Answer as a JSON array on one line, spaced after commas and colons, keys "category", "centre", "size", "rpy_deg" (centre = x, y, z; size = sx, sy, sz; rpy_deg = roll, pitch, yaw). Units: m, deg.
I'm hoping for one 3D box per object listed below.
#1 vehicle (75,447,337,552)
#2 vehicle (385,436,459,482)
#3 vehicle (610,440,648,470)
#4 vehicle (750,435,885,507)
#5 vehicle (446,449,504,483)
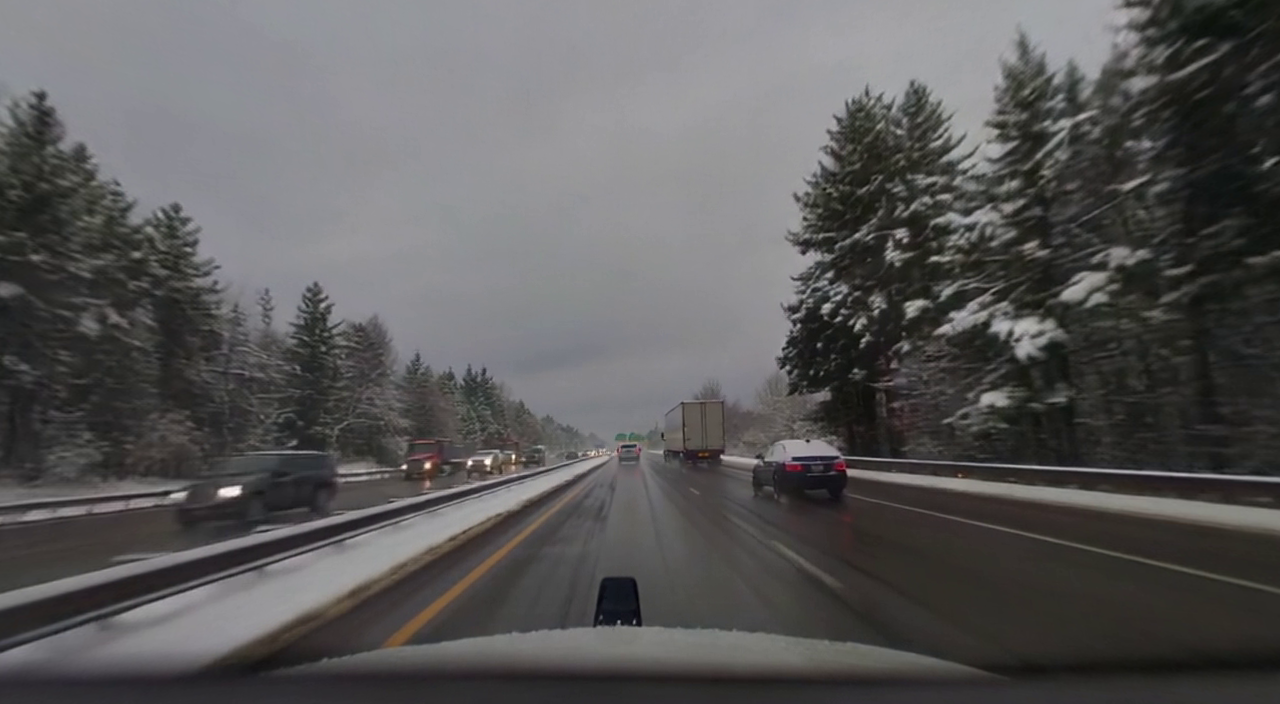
[{"category": "vehicle", "centre": [-7.968, 2.696, 12.182], "size": [2.023, 1.636, 4.274], "rpy_deg": [0, -9, 0]}, {"category": "vehicle", "centre": [-14.035, 6.962, 40.971], "size": [2.380, 2.710, 6.976], "rpy_deg": [0, -9, -1]}, {"category": "vehicle", "centre": [-0.678, 6.350, 38.630], "size": [2.168, 1.705, 4.272], "rpy_deg": [0, -9, -1]}, {"category": "vehicle", "centre": [4.195, 2.895, 15.624], "size": [1.997, 1.504, 4.236], "rpy_deg": [0, -9, -1]}, {"category": "vehicle", "centre": [-8.645, 5.973, 33.231], "size": [1.943, 1.634, 4.240], "rpy_deg": [0, -9, 0]}]
